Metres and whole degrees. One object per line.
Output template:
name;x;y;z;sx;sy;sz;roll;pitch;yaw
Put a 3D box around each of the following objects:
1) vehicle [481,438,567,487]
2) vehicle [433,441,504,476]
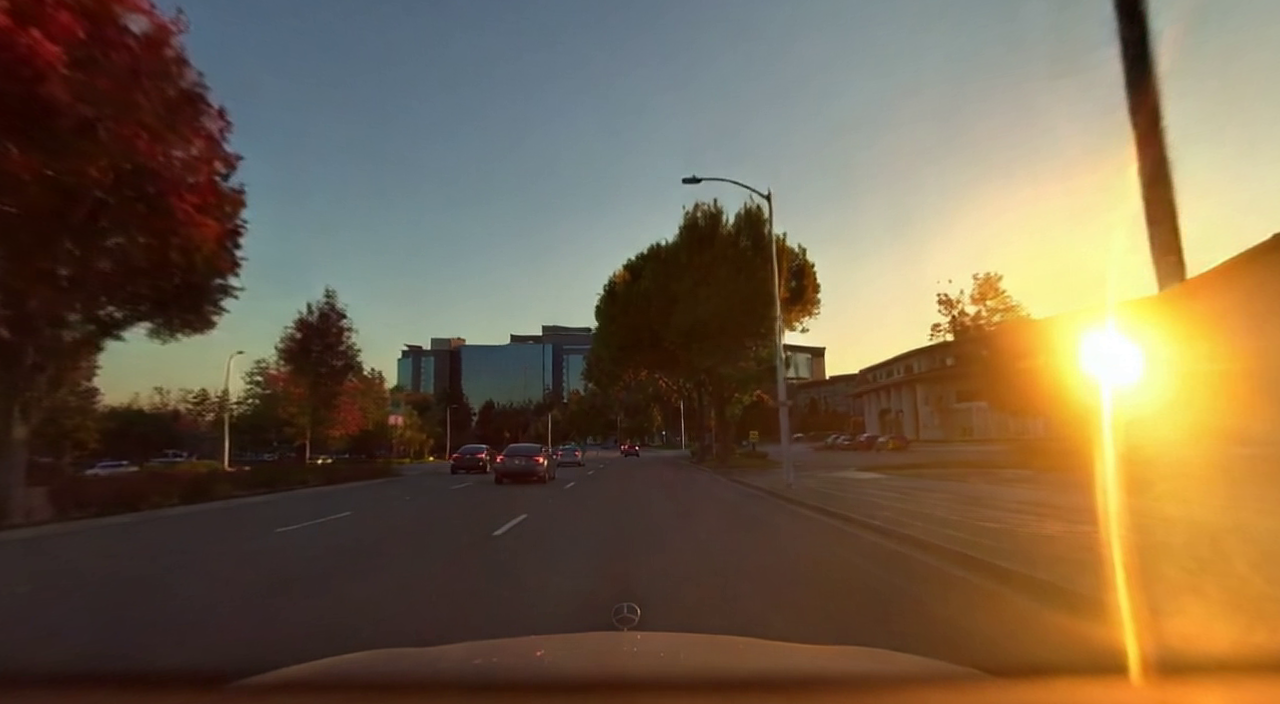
vehicle;-3.792;3.708;21.545;2.011;1.483;4.596;0;-9;0
vehicle;-7.902;4.971;29.677;1.976;1.497;4.709;0;-9;0
